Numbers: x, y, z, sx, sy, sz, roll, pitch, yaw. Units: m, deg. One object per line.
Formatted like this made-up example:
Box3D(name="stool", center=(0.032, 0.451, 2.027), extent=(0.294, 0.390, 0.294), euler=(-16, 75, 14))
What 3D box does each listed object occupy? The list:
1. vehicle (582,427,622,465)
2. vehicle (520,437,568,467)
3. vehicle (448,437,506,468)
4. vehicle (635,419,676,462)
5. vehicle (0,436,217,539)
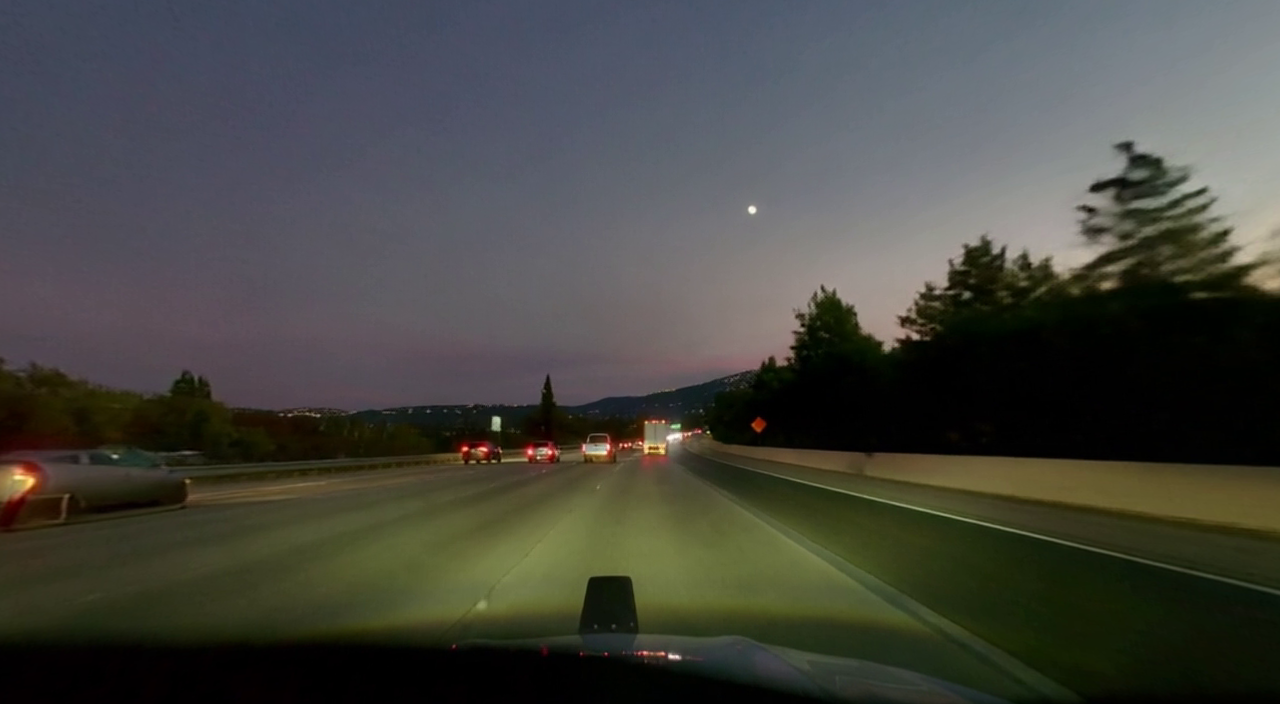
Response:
Box3D(name="vehicle", center=(-2.685, 6.772, 45.522), extent=(2.328, 2.519, 5.238), euler=(-1, -8, 2))
Box3D(name="vehicle", center=(-6.245, 6.592, 41.741), extent=(2.206, 1.838, 4.889), euler=(-1, -8, 3))
Box3D(name="vehicle", center=(-10.038, 6.257, 39.398), extent=(2.080, 1.777, 5.450), euler=(0, -8, 2))
Box3D(name="vehicle", center=(1.101, 6.440, 46.061), extent=(2.768, 2.854, 6.757), euler=(0, -8, 1))
Box3D(name="vehicle", center=(-10.150, 2.274, 11.274), extent=(1.952, 1.457, 4.689), euler=(0, -8, 0))
